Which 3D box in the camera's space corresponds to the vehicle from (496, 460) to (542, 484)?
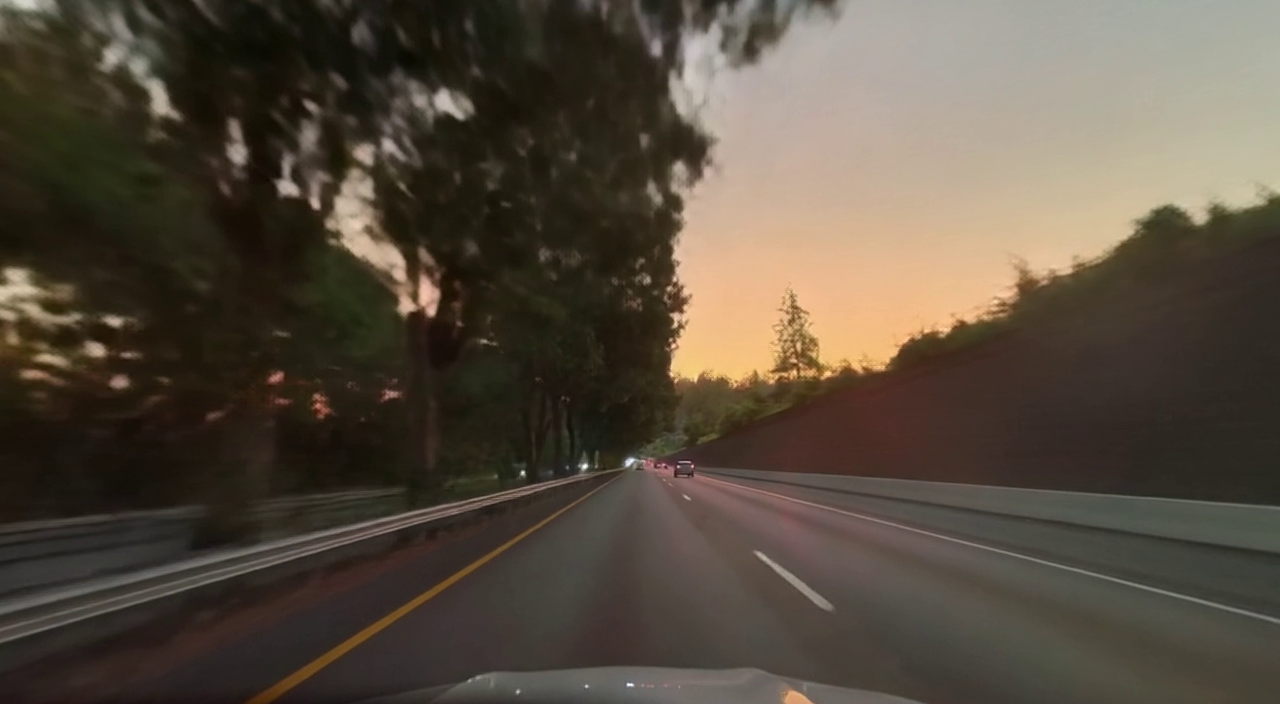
[{"bbox_3d":[-7.854,7.837,41.189,2.049,1.456,4.249,0,-10,2],"label":"vehicle"}]
